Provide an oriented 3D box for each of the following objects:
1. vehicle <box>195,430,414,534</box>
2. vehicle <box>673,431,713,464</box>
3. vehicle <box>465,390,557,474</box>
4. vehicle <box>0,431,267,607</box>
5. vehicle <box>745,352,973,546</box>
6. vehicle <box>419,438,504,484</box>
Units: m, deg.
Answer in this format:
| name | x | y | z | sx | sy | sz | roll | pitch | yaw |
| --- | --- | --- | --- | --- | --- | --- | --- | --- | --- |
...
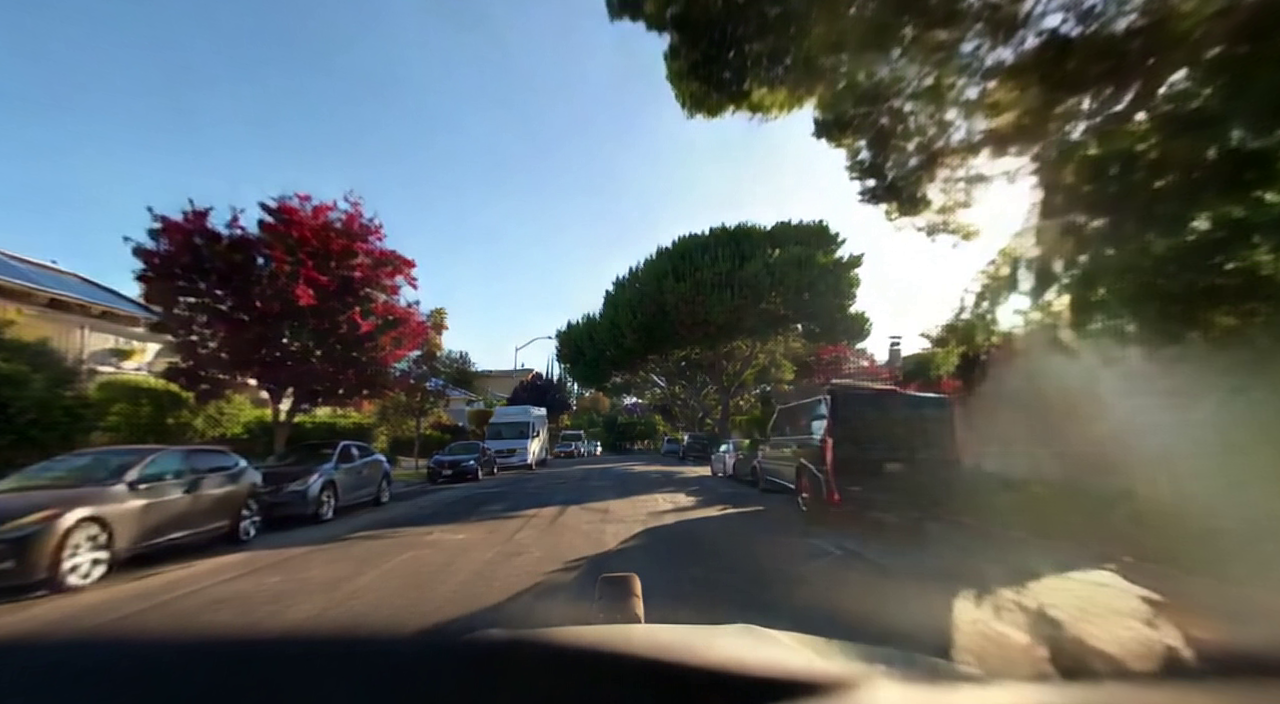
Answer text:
| name | x | y | z | sx | sy | sz | roll | pitch | yaw |
| --- | --- | --- | --- | --- | --- | --- | --- | --- | --- |
| vehicle | -6.095 | 2.378 | 12.208 | 1.818 | 1.563 | 4.483 | -2 | -8 | 0 |
| vehicle | 3.120 | 5.693 | 37.860 | 1.965 | 1.855 | 4.677 | 0 | -8 | -1 |
| vehicle | -6.135 | 3.991 | 31.356 | 2.896 | 3.648 | 8.004 | 0 | -8 | 0 |
| vehicle | -6.192 | 1.719 | 7.280 | 1.758 | 1.519 | 3.396 | -2 | -7 | -2 |
| vehicle | 3.330 | 1.570 | 10.825 | 2.215 | 2.542 | 4.550 | -2 | -7 | 0 |
| vehicle | -6.289 | 3.831 | 22.650 | 1.921 | 1.470 | 4.068 | 0 | -8 | -1 |
